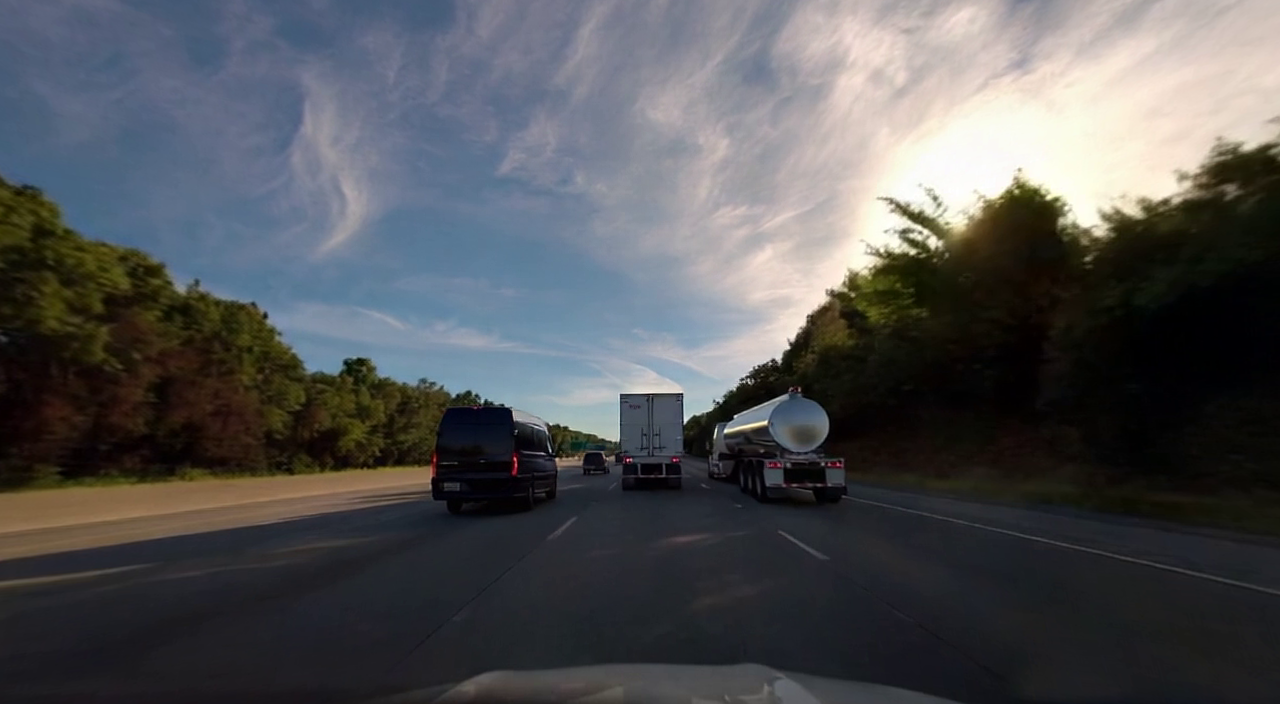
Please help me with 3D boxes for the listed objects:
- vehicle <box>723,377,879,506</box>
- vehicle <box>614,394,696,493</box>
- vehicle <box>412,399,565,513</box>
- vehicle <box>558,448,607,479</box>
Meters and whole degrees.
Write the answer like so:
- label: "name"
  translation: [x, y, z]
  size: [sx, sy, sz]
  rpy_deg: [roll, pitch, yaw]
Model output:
- label: "vehicle"
  translation: [5.150, 3.321, 23.023]
  size: [2.706, 3.500, 11.483]
  rpy_deg: [0, -9, 0]
- label: "vehicle"
  translation: [0.332, 3.983, 26.869]
  size: [2.773, 3.455, 9.118]
  rpy_deg: [0, -9, -3]
- label: "vehicle"
  translation: [-3.831, 2.874, 17.637]
  size: [2.525, 2.572, 6.260]
  rpy_deg: [0, -9, 2]
- label: "vehicle"
  translation: [-3.194, 6.308, 35.918]
  size: [2.134, 1.652, 4.439]
  rpy_deg: [-1, -9, 3]
